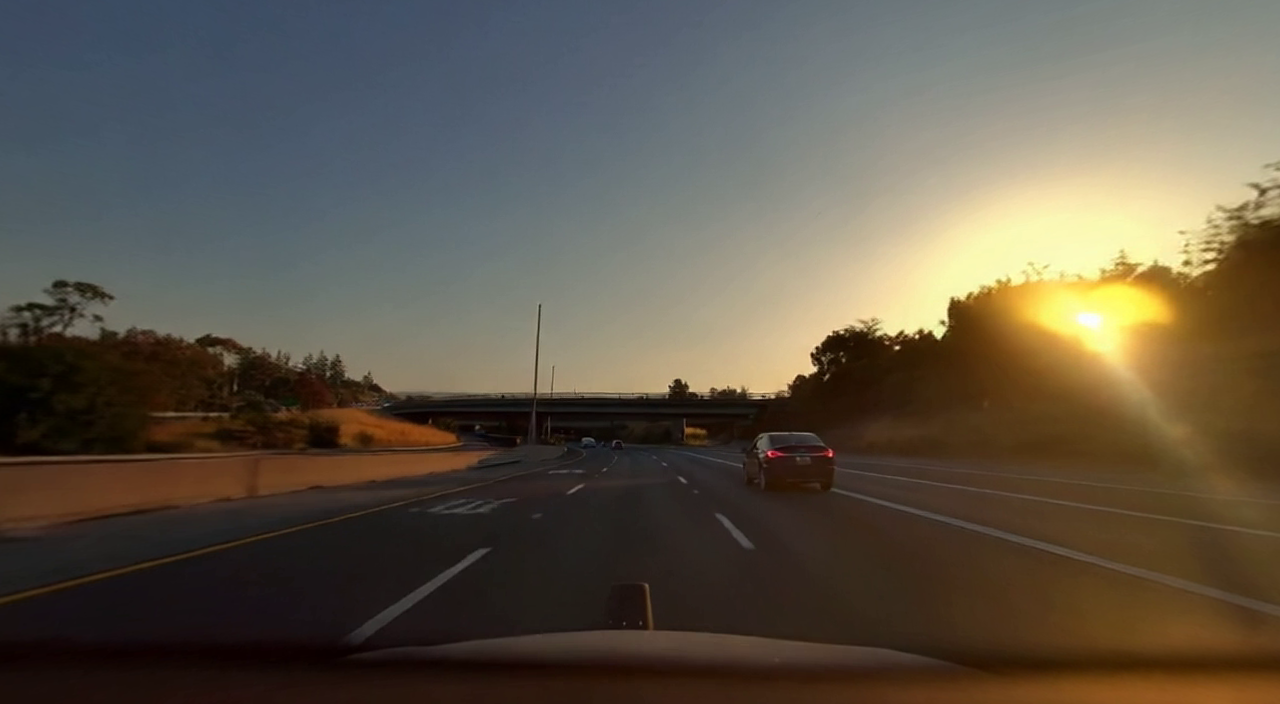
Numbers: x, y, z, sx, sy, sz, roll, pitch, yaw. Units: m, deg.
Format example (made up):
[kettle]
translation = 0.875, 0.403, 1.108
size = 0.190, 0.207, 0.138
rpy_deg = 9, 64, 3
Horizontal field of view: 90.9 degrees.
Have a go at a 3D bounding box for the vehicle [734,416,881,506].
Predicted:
[vehicle]
translation = 3.557, 2.434, 14.500
size = 2.039, 1.701, 4.834
rpy_deg = 0, -8, 0
